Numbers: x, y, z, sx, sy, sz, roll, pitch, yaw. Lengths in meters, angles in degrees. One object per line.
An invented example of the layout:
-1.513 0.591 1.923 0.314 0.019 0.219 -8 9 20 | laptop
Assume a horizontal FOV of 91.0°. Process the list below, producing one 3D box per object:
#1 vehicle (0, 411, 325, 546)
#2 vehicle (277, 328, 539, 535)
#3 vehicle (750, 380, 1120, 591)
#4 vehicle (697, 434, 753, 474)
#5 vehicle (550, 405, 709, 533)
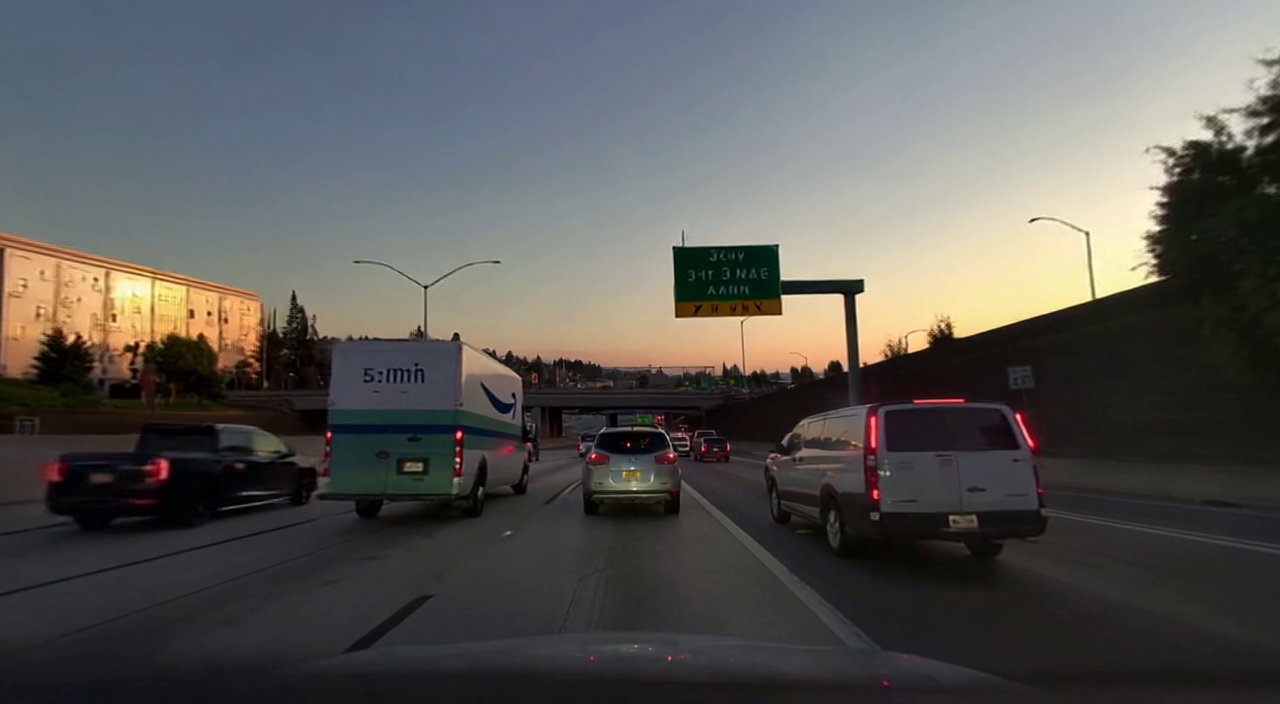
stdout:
-7.196 1.864 9.927 2.031 1.583 4.646 0 -9 0 | vehicle
-3.687 1.555 11.978 2.415 2.821 6.636 0 -9 0 | vehicle
3.121 1.591 8.340 2.341 1.890 5.144 1 -9 -1 | vehicle
3.941 4.814 29.997 2.064 1.720 4.416 0 -9 0 | vehicle
-0.146 2.018 11.328 2.287 1.823 4.369 0 -9 0 | vehicle
